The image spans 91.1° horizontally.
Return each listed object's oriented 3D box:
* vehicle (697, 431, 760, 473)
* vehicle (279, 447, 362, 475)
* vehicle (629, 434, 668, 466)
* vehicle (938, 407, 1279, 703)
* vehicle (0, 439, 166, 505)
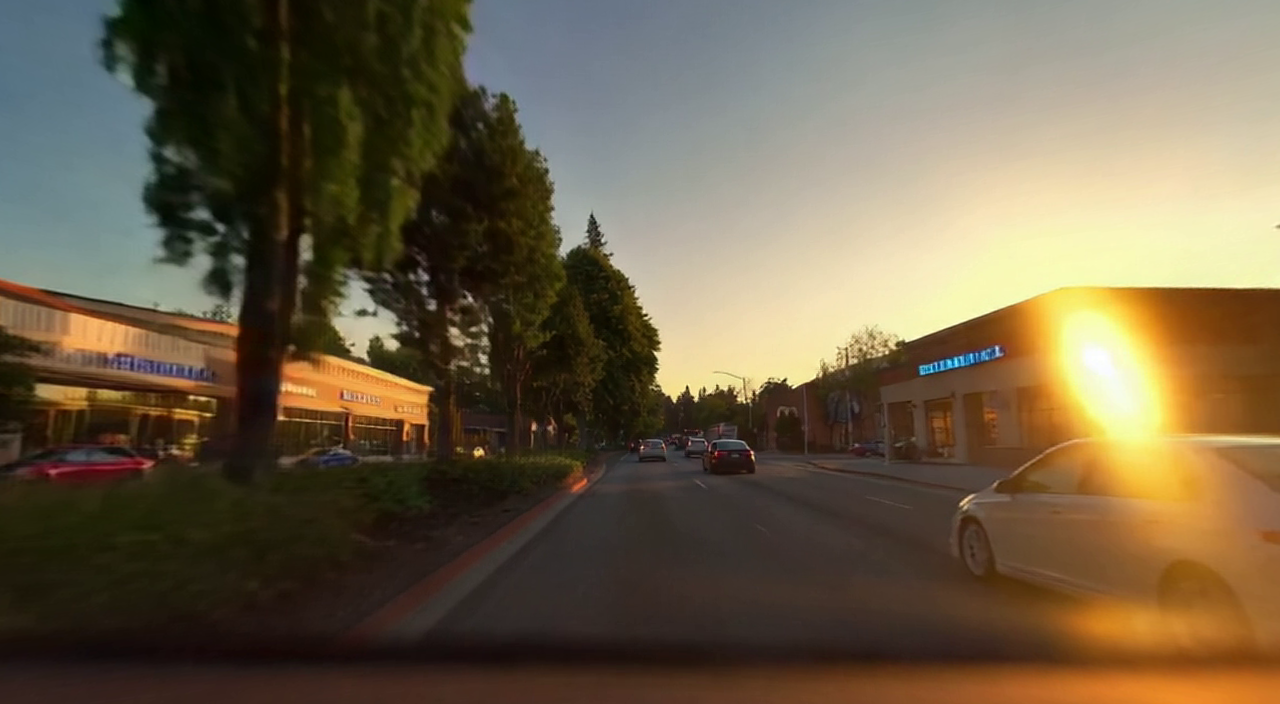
[{"bbox_3d":[3.777,4.376,27.595,2.115,1.692,4.189,0,-8,-1],"label":"vehicle"},{"bbox_3d":[-18.968,6.485,37.599,2.280,1.489,5.106,0,-8,1],"label":"vehicle"},{"bbox_3d":[0.435,5.565,35.853,2.098,1.682,3.778,0,-8,0],"label":"vehicle"},{"bbox_3d":[3.911,1.133,3.902,1.908,1.463,4.506,0,-8,0],"label":"vehicle"},{"bbox_3d":[-18.899,3.878,20.824,2.488,1.752,4.991,-3,-6,1],"label":"vehicle"}]
